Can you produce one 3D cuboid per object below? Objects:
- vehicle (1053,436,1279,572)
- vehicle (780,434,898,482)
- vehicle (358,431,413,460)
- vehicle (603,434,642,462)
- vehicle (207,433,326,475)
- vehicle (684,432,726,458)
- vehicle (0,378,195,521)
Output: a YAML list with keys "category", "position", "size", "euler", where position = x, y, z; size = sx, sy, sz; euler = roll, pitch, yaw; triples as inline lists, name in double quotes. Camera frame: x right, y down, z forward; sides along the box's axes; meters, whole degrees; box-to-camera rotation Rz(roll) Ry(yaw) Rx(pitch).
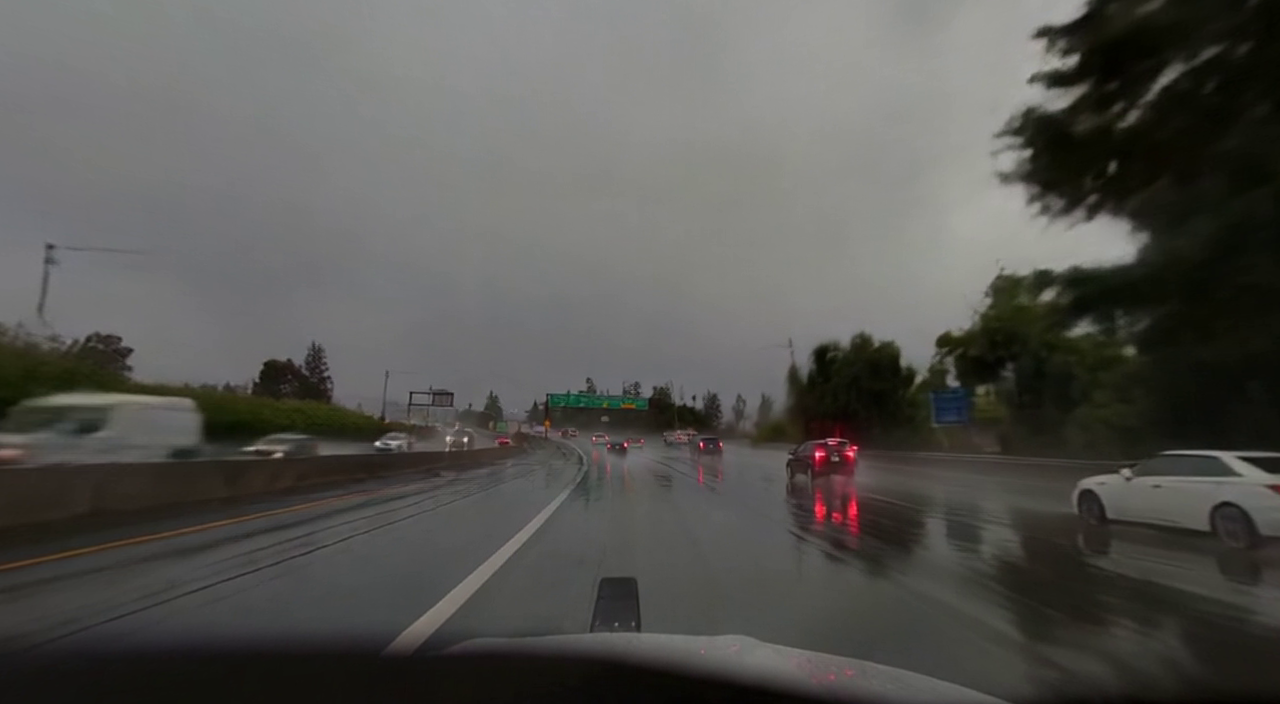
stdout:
- category: "vehicle"
  position: [7.548, 1.723, 7.594]
  size: [2.042, 1.390, 4.386]
  euler: [0, -8, -3]
- category: "vehicle"
  position: [6.745, 3.651, 22.119]
  size: [2.196, 1.494, 4.735]
  euler: [1, -8, -6]
- category: "vehicle"
  position: [-15.634, 5.779, 39.010]
  size: [1.912, 1.685, 3.901]
  euler: [1, -8, -4]
- category: "vehicle"
  position: [-1.064, 5.501, 36.238]
  size: [2.090, 1.510, 4.280]
  euler: [1, -8, -4]
- category: "vehicle"
  position: [-14.598, 4.011, 25.105]
  size: [1.817, 1.469, 4.981]
  euler: [0, -8, -2]
- category: "vehicle"
  position: [4.301, 6.247, 42.558]
  size: [2.094, 1.652, 3.955]
  euler: [1, -8, -5]
- category: "vehicle"
  position: [-9.784, 1.578, 10.312]
  size: [2.064, 1.918, 4.078]
  euler: [0, -8, -1]
